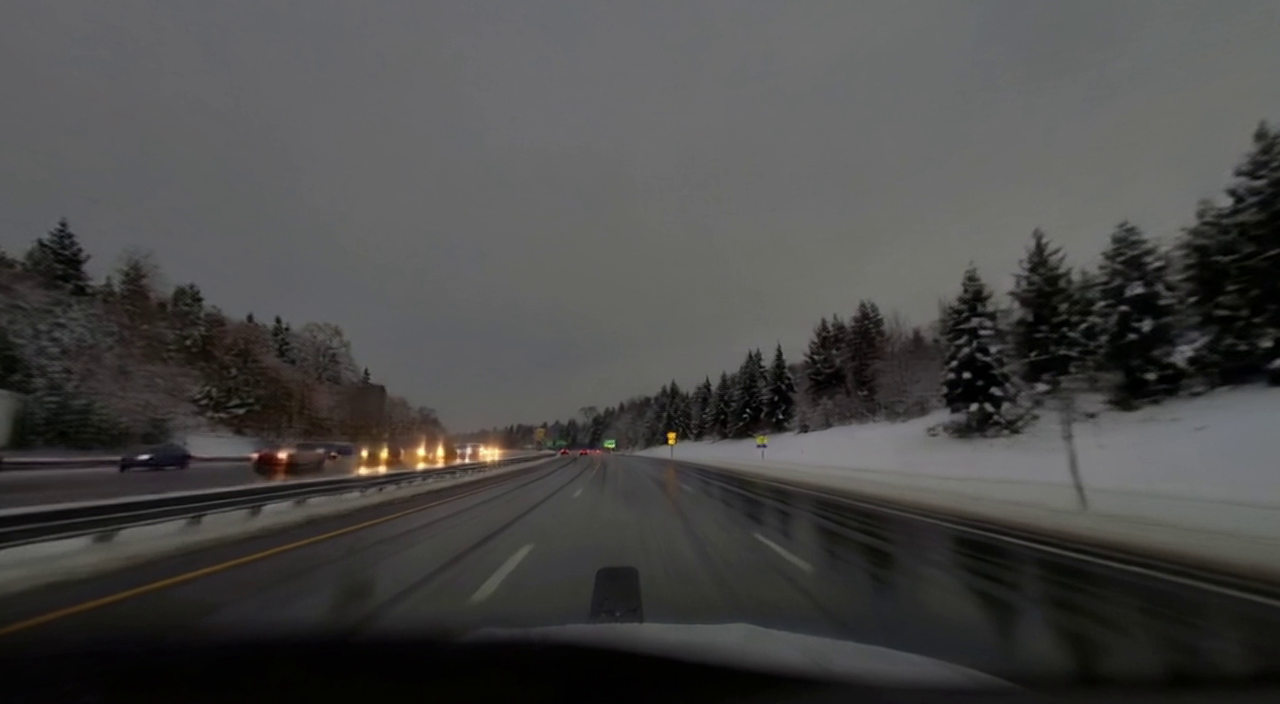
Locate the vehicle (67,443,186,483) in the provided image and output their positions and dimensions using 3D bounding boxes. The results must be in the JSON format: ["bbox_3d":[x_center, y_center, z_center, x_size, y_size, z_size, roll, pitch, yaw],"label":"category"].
[{"bbox_3d":[-21.030,4.543,25.875,1.778,1.500,3.764,0,-9,-2],"label":"vehicle"}]

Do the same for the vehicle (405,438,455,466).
[{"bbox_3d":[-16.186,7.745,48.680,2.201,2.054,5.510,0,-9,-3],"label":"vehicle"}]

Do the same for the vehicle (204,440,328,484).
[{"bbox_3d":[-14.700,4.355,25.050,1.946,1.539,5.095,0,-9,-2],"label":"vehicle"}]

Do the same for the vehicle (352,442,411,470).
[{"bbox_3d":[-15.456,6.217,37.719,1.865,1.563,4.196,0,-9,-1],"label":"vehicle"}]
